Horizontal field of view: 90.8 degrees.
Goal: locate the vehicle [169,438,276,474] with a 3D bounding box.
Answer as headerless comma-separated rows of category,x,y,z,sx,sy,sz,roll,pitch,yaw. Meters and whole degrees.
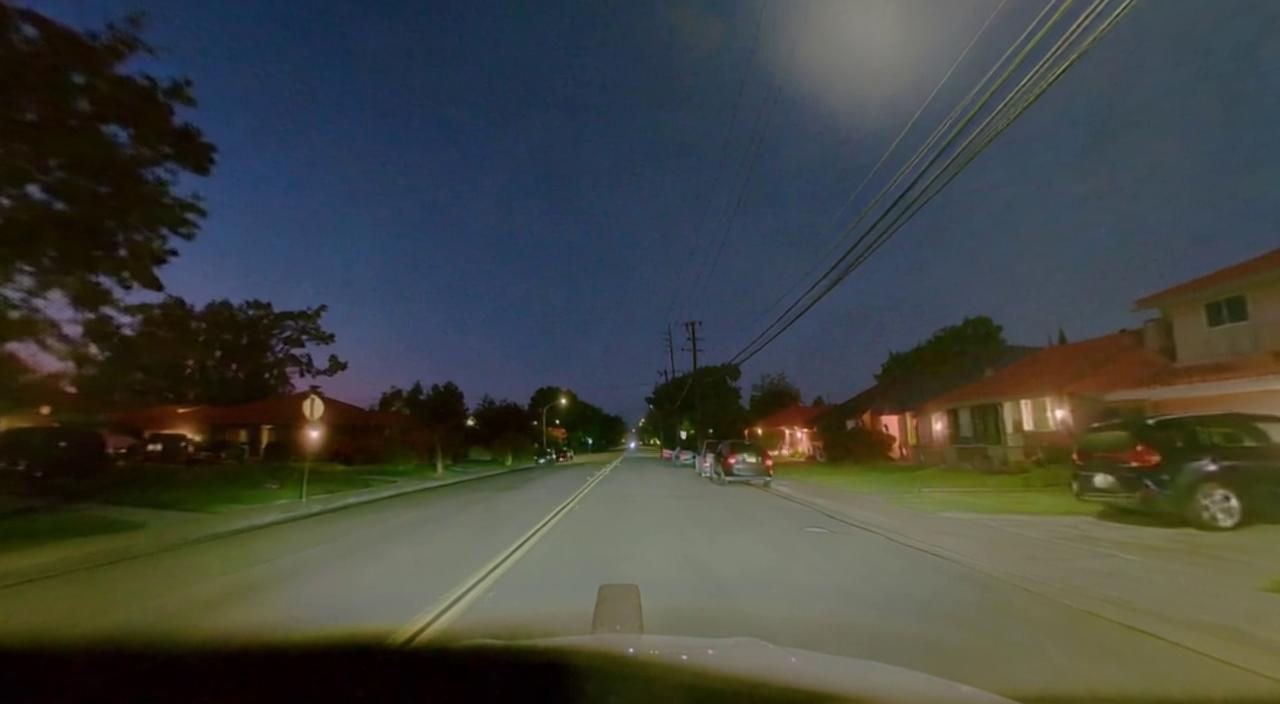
vehicle,-22.026,5.497,33.645,2.139,1.746,5.099,0,-8,1

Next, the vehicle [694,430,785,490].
vehicle,3.358,3.797,22.573,2.114,1.858,5.144,0,-8,-4

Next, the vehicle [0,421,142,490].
vehicle,-18.174,3.110,19.125,2.034,1.829,5.161,0,-8,-2

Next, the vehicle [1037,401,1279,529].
vehicle,9.621,1.723,9.889,5.490,1.774,1.867,0,-8,0
